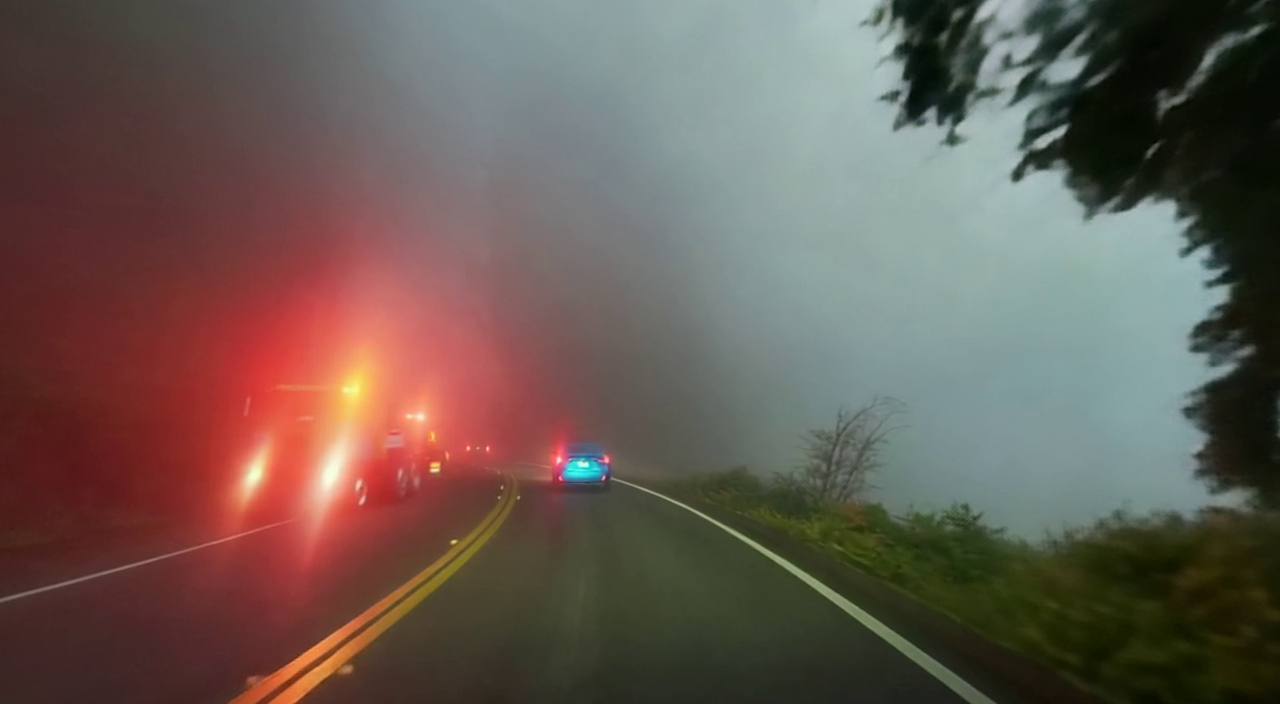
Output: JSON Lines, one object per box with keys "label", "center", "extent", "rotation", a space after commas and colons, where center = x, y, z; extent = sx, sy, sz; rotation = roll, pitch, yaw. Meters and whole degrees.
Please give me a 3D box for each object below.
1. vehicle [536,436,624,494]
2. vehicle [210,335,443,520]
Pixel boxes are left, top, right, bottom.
{"label": "vehicle", "center": [-1.899, 3.294, 18.705], "extent": [2.259, 1.503, 4.075], "rotation": [2, -9, -10]}
{"label": "vehicle", "center": [-6.150, 1.643, 13.362], "extent": [2.364, 3.191, 4.942], "rotation": [0, -9, -2]}
